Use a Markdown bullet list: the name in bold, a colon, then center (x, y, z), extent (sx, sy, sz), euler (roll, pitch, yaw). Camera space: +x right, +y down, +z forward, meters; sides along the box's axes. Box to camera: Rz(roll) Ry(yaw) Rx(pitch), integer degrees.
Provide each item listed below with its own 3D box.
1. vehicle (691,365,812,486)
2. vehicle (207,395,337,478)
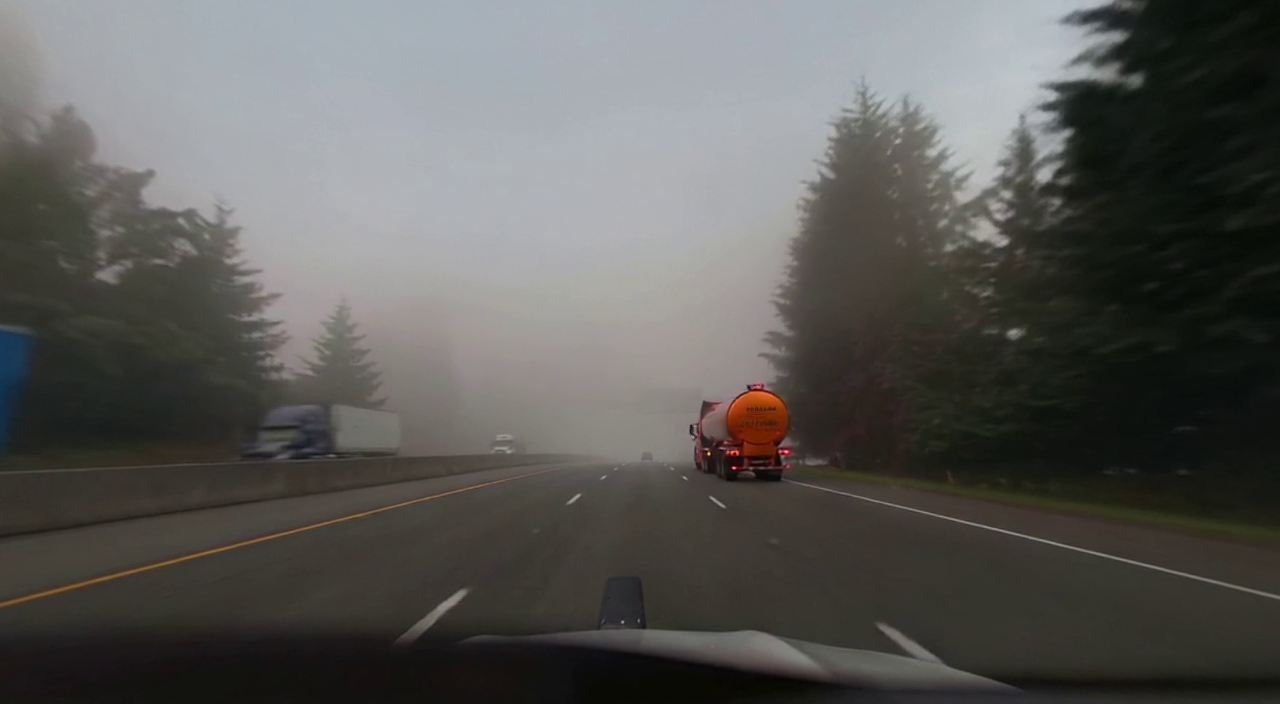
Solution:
- **vehicle**: center (4.378, 3.553, 28.440), extent (2.784, 4.080, 13.516), euler (-1, -9, -1)
- **vehicle**: center (-18.397, 4.335, 32.030), extent (2.996, 3.818, 5.801), euler (0, -9, -1)
